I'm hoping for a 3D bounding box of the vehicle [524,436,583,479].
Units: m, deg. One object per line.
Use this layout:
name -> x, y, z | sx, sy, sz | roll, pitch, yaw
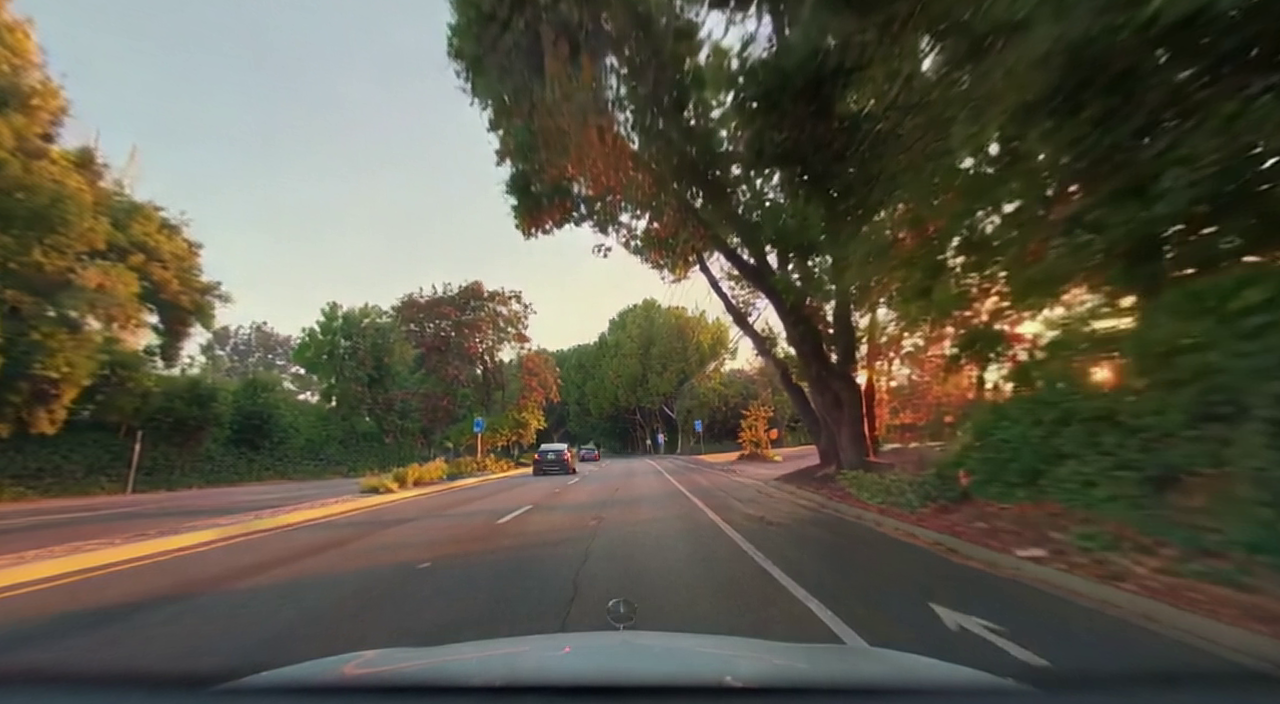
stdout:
vehicle -> -4.184, 5.188, 31.361 | 2.246, 1.885, 5.275 | -1, -9, -1
